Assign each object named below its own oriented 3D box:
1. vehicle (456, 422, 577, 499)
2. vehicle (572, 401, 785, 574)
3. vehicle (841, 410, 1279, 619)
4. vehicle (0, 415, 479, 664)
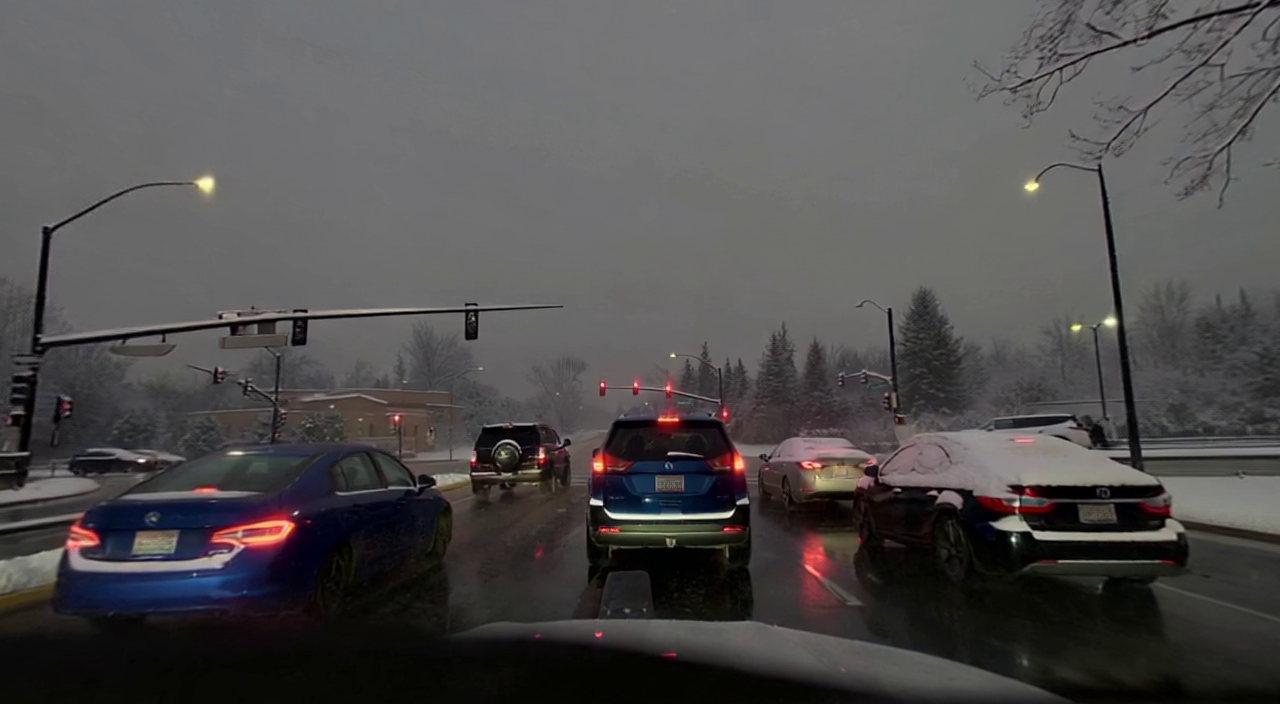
[{"bbox_3d":[-3.215,2.998,17.821,2.230,1.834,5.469,0,-8,1],"label":"vehicle"},{"bbox_3d":[0.386,1.710,8.695,2.172,1.764,4.338,0,-8,0],"label":"vehicle"},{"bbox_3d":[3.914,1.552,6.944,1.954,1.592,3.992,0,-8,-2],"label":"vehicle"},{"bbox_3d":[-3.071,1.458,6.037,1.876,1.497,4.308,0,-8,0],"label":"vehicle"}]
